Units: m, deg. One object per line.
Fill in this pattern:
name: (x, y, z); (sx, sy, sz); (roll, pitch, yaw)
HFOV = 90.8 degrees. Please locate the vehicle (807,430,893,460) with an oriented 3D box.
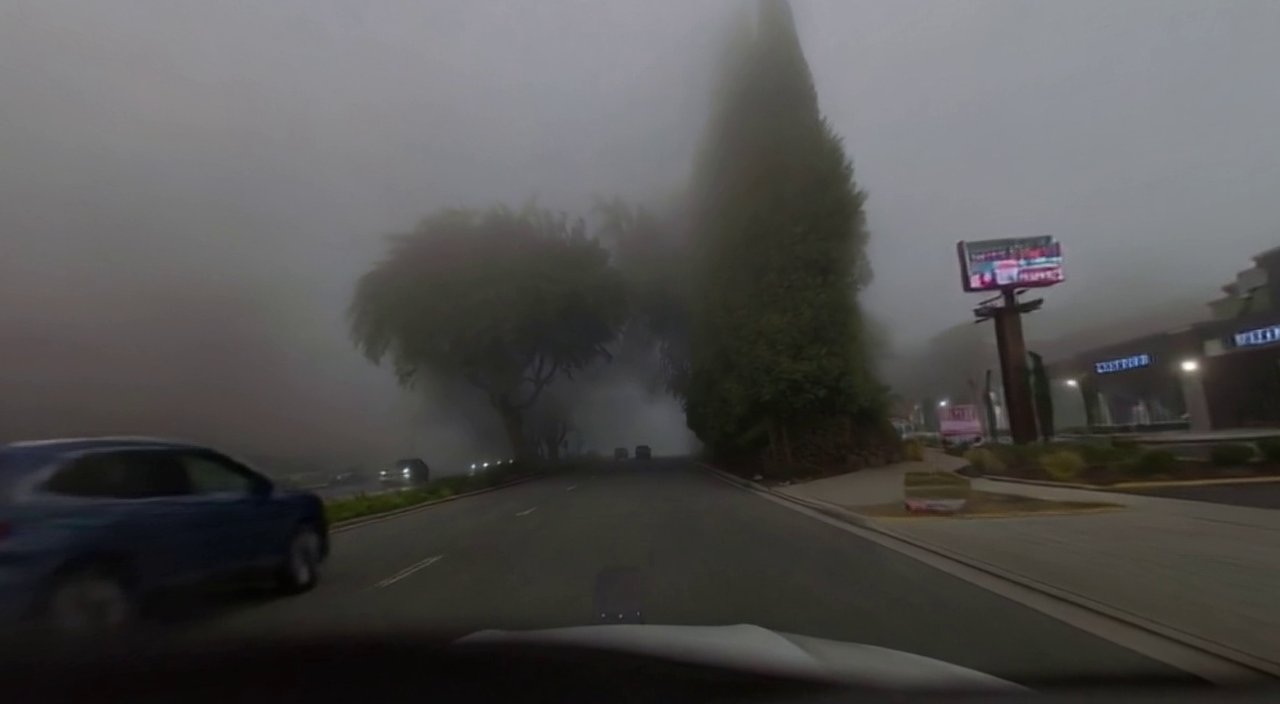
vehicle: (13.049, 5.775, 39.416); (4.577, 1.750, 2.115); (0, -8, -5)

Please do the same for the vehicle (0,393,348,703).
vehicle: (-4.276, 1.284, 4.515); (2.147, 1.745, 4.648); (0, -8, 0)
